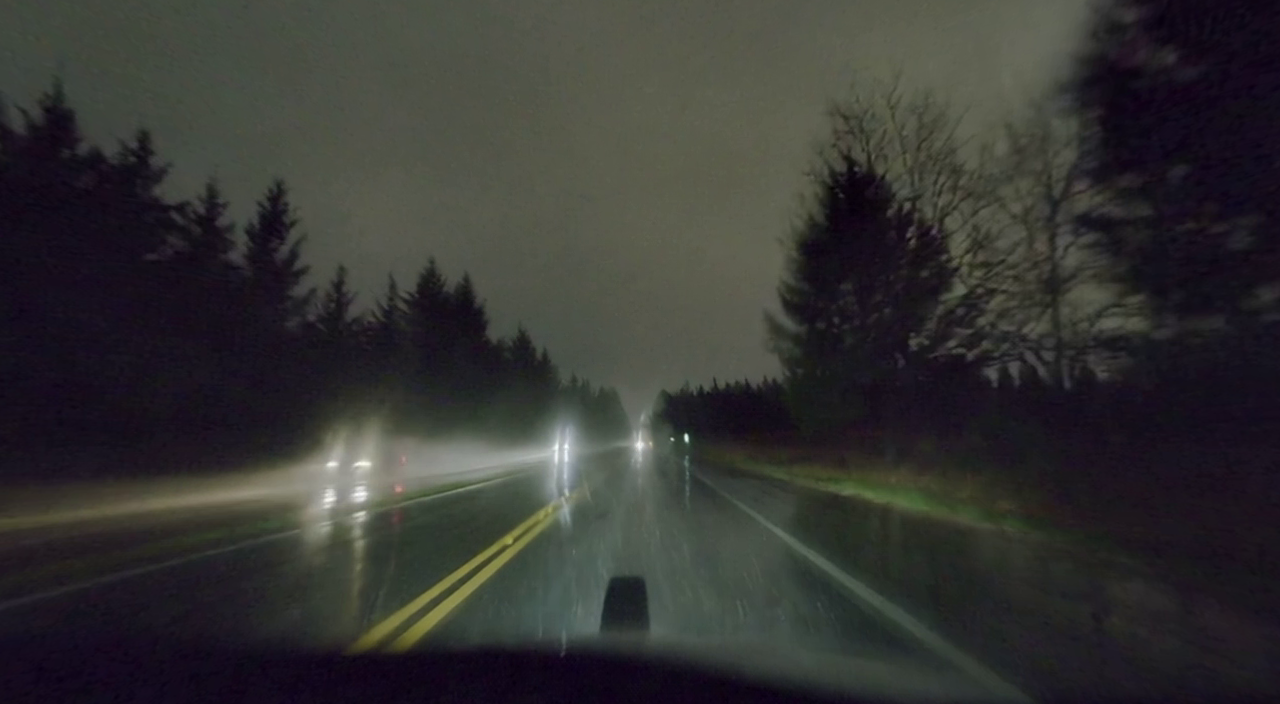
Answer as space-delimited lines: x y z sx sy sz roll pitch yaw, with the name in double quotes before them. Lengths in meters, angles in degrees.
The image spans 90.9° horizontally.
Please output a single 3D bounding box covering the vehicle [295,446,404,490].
"vehicle" -10.665 4.263 23.568 1.962 1.458 4.322 0 -8 1
